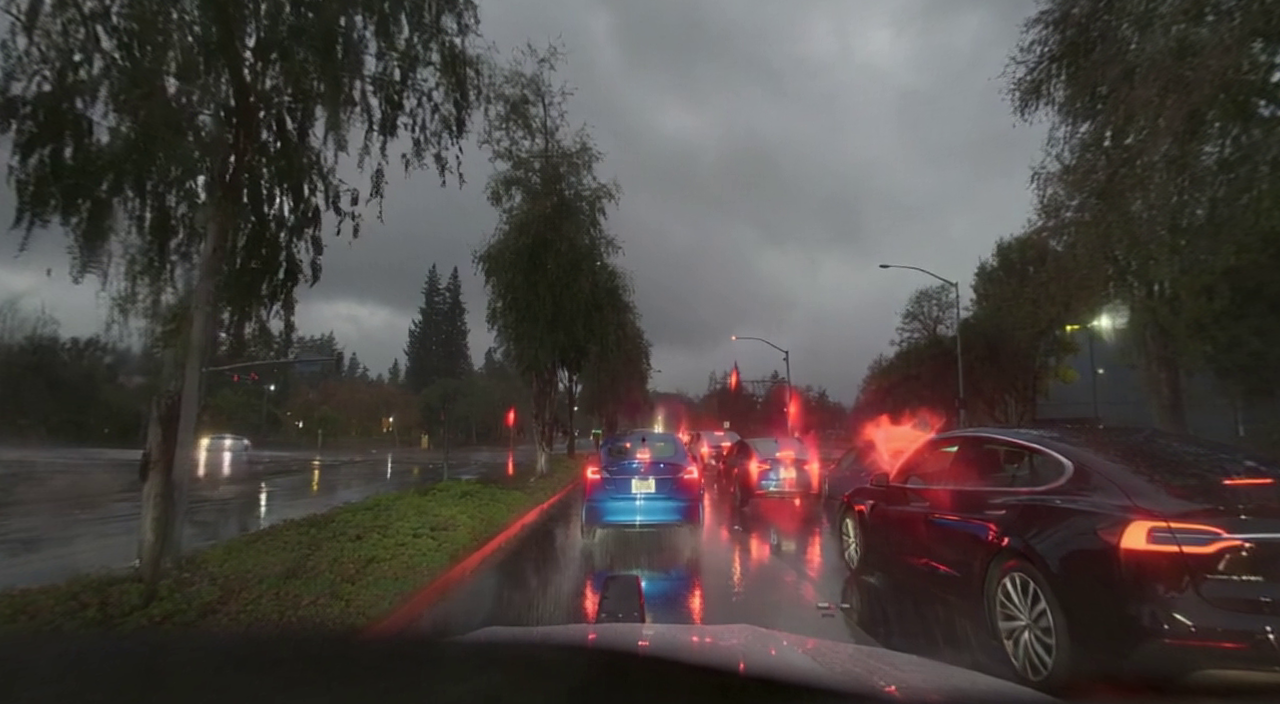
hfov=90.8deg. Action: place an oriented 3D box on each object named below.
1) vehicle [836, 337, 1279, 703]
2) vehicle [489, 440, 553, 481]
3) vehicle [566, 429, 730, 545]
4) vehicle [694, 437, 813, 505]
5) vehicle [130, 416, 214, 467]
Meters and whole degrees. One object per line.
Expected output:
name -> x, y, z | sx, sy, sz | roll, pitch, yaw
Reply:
vehicle -> 3.181, 1.104, 4.299 | 2.167, 1.676, 4.443 | 0, -8, -1
vehicle -> -4.653, 4.286, 25.249 | 1.972, 1.457, 4.171 | 0, -8, -4
vehicle -> 0.017, 2.082, 10.451 | 2.147, 1.499, 4.240 | 0, -8, -2
vehicle -> 2.684, 2.930, 16.032 | 2.058, 1.466, 4.208 | 0, -8, -3
vehicle -> -29.285, 5.617, 39.679 | 2.608, 2.990, 3.026 | 2, -8, 3
